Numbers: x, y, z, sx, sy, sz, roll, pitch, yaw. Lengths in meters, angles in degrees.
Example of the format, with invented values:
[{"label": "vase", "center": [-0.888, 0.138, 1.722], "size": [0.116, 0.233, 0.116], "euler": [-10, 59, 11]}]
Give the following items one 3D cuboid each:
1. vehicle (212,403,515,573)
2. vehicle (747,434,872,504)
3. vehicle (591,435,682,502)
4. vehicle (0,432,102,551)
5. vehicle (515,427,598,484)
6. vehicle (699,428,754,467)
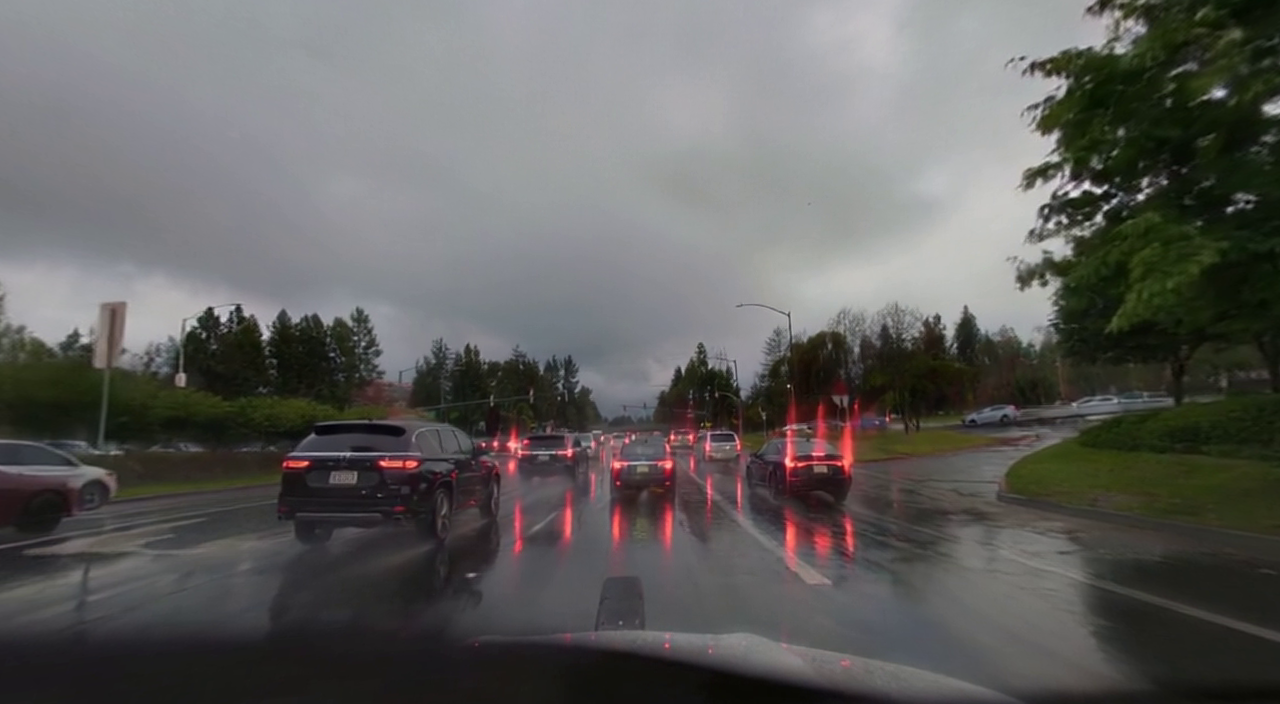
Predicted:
[{"label": "vehicle", "center": [-3.399, 1.800, 9.263], "size": [2.111, 1.745, 5.274], "euler": [0, -8, -1]}, {"label": "vehicle", "center": [3.952, 2.794, 15.512], "size": [1.884, 1.463, 4.195], "euler": [0, -8, 0]}, {"label": "vehicle", "center": [-0.062, 2.955, 16.462], "size": [2.030, 1.477, 4.330], "euler": [0, -8, 1]}, {"label": "vehicle", "center": [-9.092, 1.637, 7.088], "size": [2.146, 1.480, 4.589], "euler": [0, -8, -2]}, {"label": "vehicle", "center": [-2.869, 3.703, 22.800], "size": [2.218, 1.829, 4.492], "euler": [-1, -8, 3]}, {"label": "vehicle", "center": [4.306, 4.858, 32.197], "size": [2.099, 1.845, 4.363], "euler": [0, -8, -1]}]
